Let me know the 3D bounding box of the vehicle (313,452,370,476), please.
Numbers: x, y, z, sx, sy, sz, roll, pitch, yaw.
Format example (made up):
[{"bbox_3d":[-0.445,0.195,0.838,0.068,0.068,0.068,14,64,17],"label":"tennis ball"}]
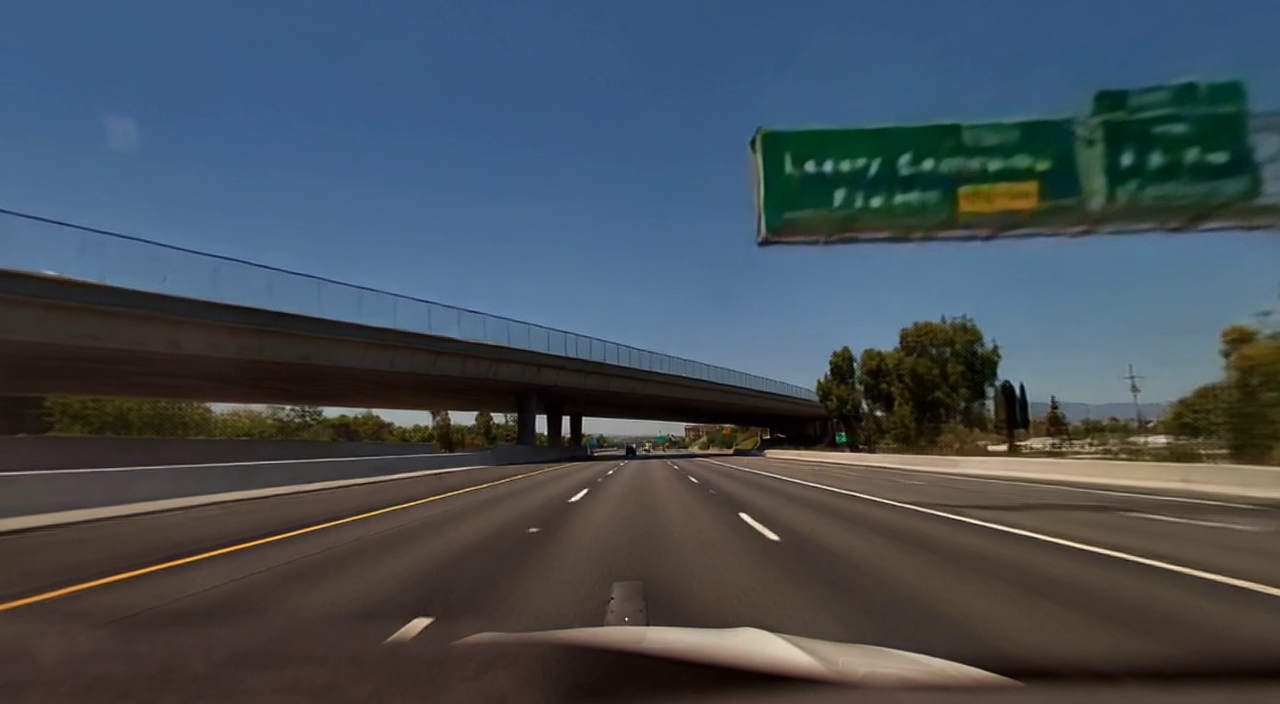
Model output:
[{"bbox_3d":[-21.411,8.014,45.361,1.901,1.552,4.296,-1,-8,1],"label":"vehicle"}]
